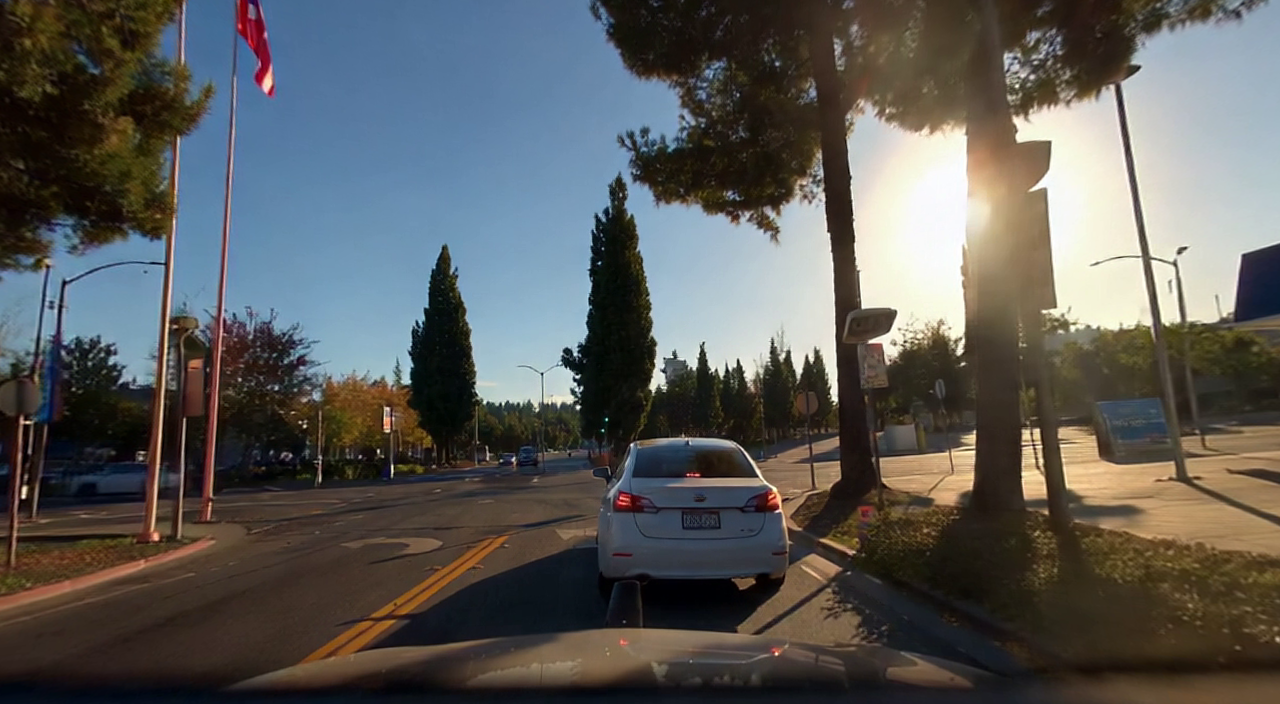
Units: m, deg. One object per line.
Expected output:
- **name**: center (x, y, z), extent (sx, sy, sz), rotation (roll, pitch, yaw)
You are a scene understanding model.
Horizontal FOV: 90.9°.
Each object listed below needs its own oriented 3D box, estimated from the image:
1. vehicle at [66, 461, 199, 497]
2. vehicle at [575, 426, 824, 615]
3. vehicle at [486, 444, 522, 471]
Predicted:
- **vehicle**: center (-22.925, 5.724, 28.597), extent (4.278, 1.475, 1.804), rotation (0, -9, -5)
- **vehicle**: center (0.384, 1.621, 6.897), extent (1.985, 1.463, 3.647), rotation (0, -9, -3)
- **vehicle**: center (-10.389, 8.100, 48.541), extent (2.212, 1.948, 4.537), rotation (1, -9, -6)
